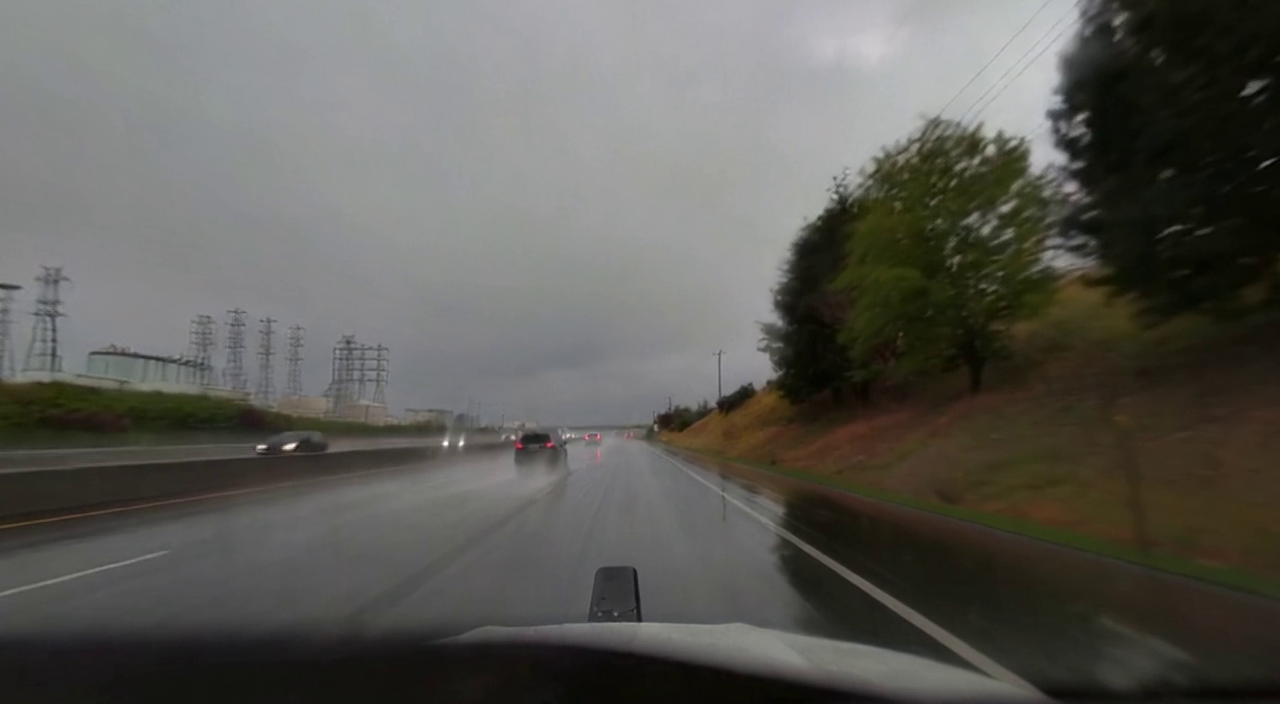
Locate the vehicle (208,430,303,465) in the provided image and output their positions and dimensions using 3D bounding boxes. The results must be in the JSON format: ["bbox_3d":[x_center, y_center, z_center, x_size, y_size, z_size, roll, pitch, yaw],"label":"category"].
[{"bbox_3d":[-19.805,4.923,32.760,1.990,1.657,4.842,0,-8,-1],"label":"vehicle"}]

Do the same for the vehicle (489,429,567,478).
[{"bbox_3d":[-3.671,3.397,21.430,1.952,1.462,3.969,0,-8,0],"label":"vehicle"}]
